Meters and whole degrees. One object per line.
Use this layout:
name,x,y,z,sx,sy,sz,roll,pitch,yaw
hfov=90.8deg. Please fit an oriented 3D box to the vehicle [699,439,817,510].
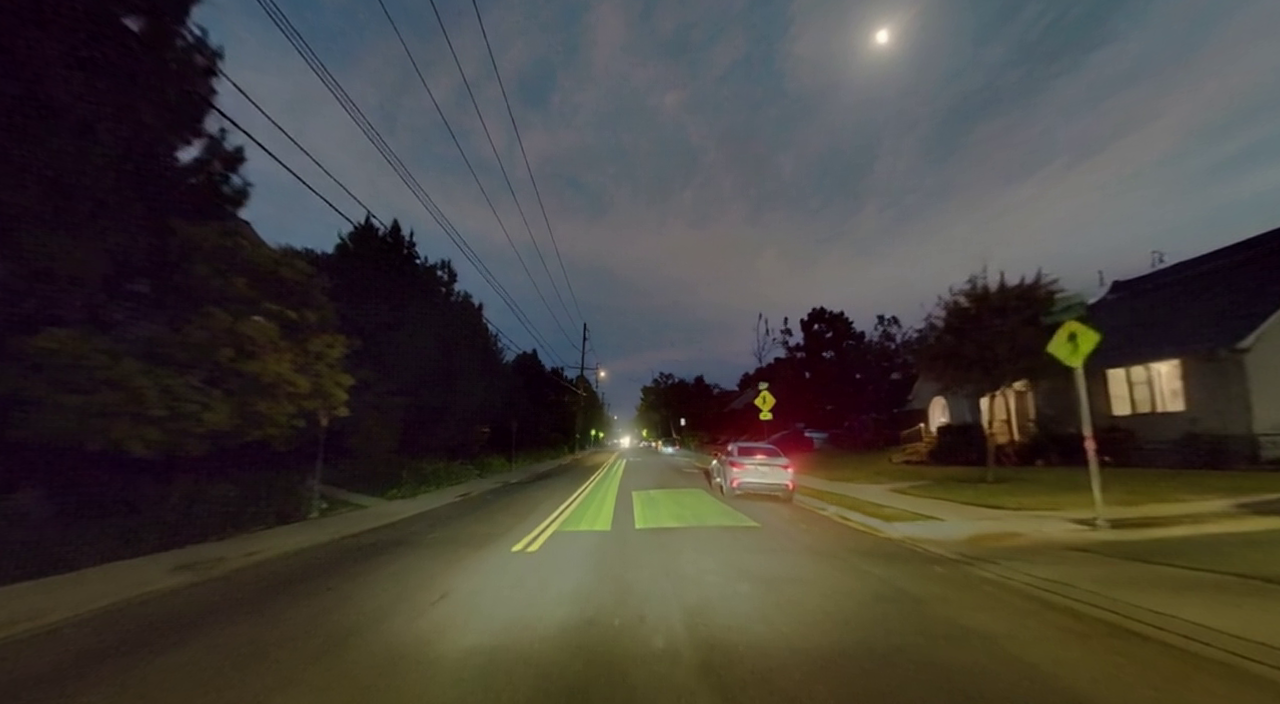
vehicle,2.894,3.134,16.873,1.989,1.545,5.423,0,-8,-1

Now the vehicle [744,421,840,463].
vehicle,8.896,5.273,37.148,4.922,1.846,1.941,-5,-8,-6
